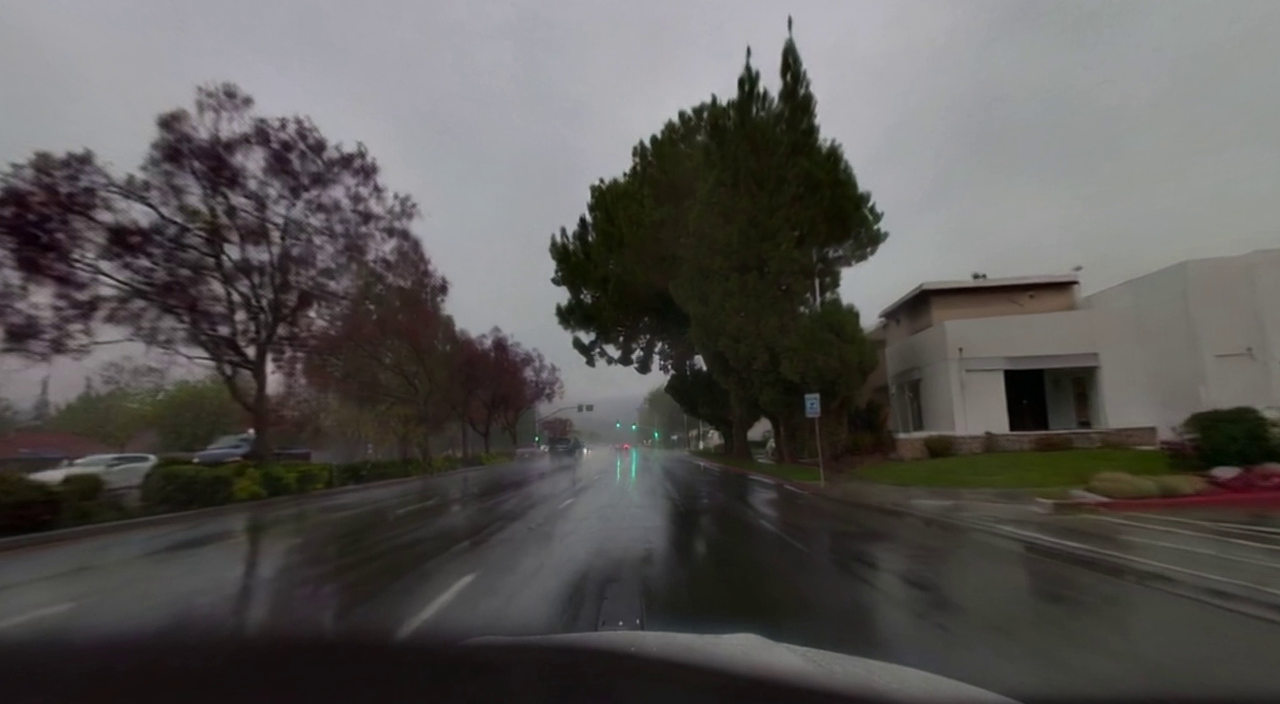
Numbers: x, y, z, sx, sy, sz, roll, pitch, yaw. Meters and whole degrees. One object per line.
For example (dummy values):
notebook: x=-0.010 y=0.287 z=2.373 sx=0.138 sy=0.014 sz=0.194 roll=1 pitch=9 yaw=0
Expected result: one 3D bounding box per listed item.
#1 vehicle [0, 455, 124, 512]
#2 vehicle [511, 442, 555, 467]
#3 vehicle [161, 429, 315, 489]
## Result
vehicle: x=-17.927 y=3.797 z=18.620 sx=1.794 sy=1.449 sz=4.384 roll=0 pitch=-9 yaw=-1
vehicle: x=-6.590 y=6.352 z=39.288 sx=1.970 sy=1.456 sz=4.441 roll=0 pitch=-9 yaw=0
vehicle: x=-15.024 y=4.032 z=24.140 sx=2.326 sy=2.030 sz=5.373 roll=0 pitch=-9 yaw=0
